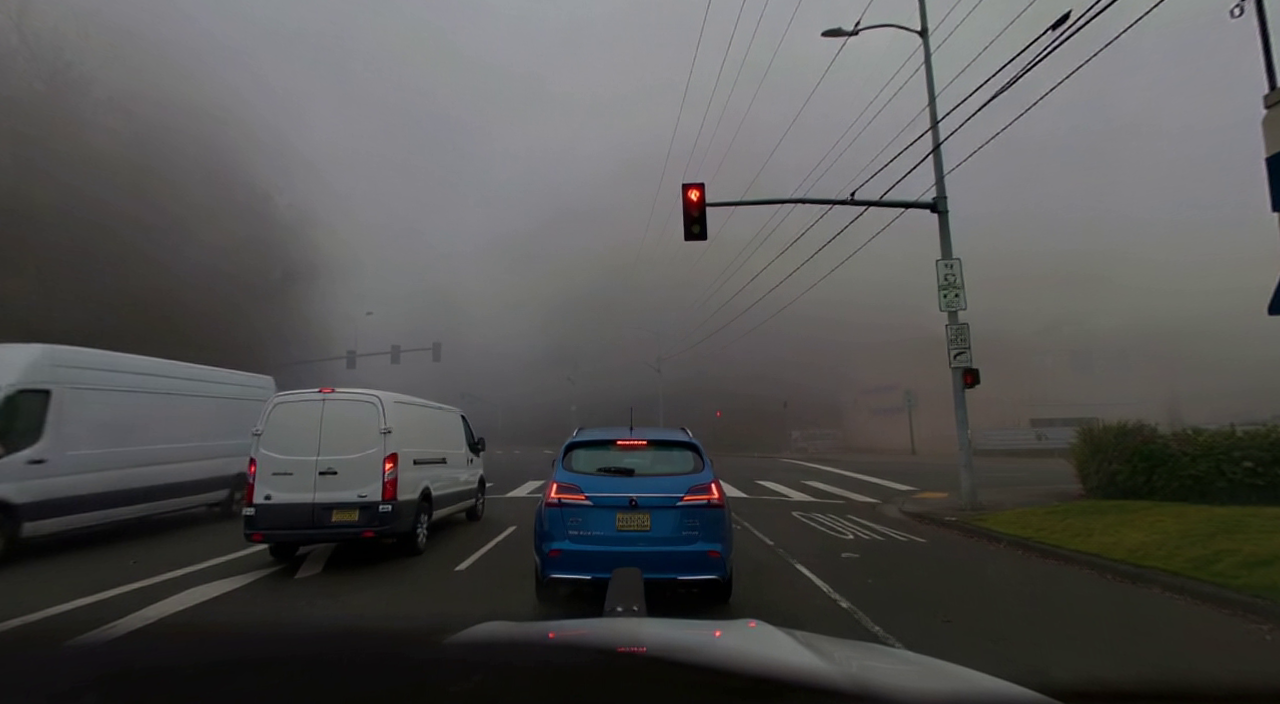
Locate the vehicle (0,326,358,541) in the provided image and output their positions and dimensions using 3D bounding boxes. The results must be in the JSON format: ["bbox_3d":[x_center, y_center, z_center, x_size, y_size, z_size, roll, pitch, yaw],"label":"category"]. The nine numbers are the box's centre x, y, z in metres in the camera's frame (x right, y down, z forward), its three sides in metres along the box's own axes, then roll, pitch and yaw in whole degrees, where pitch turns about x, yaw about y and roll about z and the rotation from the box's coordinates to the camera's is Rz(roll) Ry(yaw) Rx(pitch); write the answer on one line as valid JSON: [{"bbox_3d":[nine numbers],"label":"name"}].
[{"bbox_3d":[-10.765,1.871,14.950,2.973,3.009,12.605,-2,-6,-3],"label":"vehicle"}]

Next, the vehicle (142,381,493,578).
[{"bbox_3d":[-3.582,1.513,8.434,2.076,1.820,5.100,0,-8,-1],"label":"vehicle"}]

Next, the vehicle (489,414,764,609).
[{"bbox_3d":[-0.111,1.465,6.767,2.064,1.452,3.942,0,-8,0],"label":"vehicle"}]
